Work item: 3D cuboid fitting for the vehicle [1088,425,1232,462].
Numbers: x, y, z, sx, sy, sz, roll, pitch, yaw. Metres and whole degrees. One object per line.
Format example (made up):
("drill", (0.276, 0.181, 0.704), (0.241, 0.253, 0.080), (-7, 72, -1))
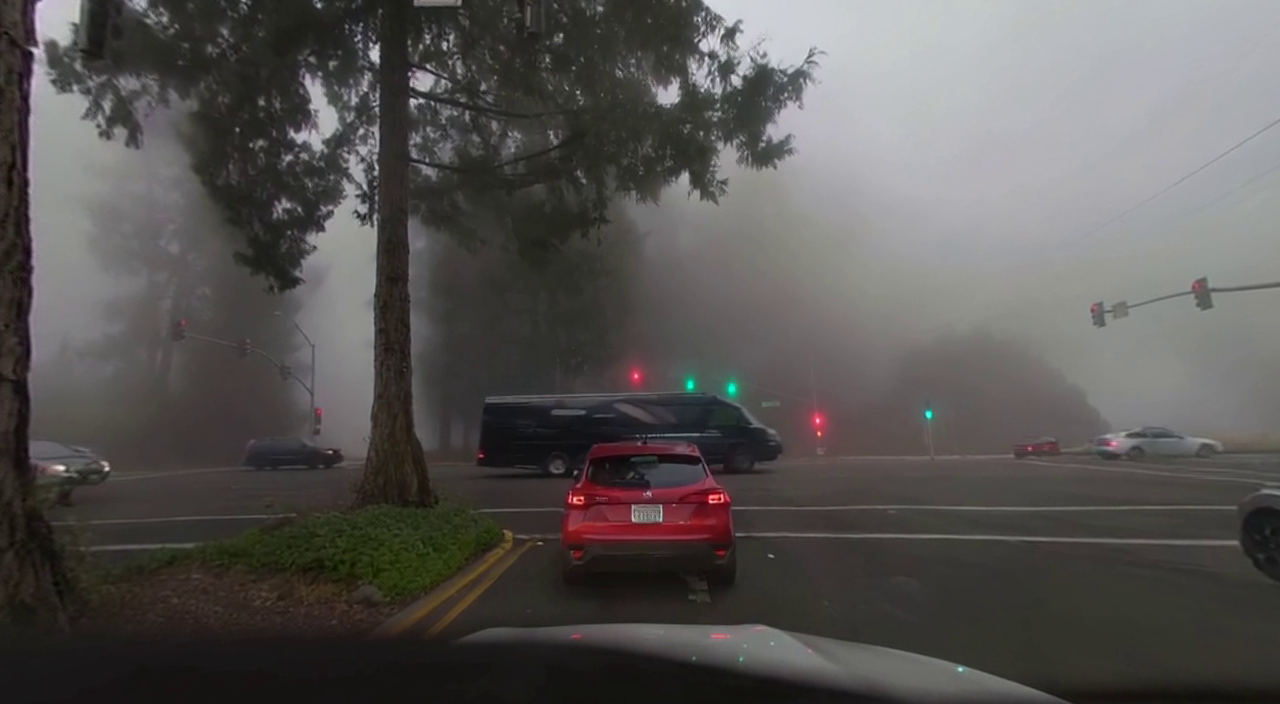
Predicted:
("vehicle", (21.536, 3.827, 26.255), (4.399, 1.445, 1.769), (0, -9, 0))

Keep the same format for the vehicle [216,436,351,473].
("vehicle", (-14.886, 4.282, 26.501), (4.517, 1.471, 1.854), (0, -8, 0))

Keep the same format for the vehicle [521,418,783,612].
("vehicle", (0.057, 1.553, 6.889), (2.041, 1.485, 3.813), (0, -8, -1))

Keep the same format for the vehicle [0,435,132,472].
("vehicle", (-27.250, 4.806, 29.968), (4.450, 1.684, 1.894), (0, -8, 0))

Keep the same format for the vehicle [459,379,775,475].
("vehicle", (-0.770, 2.729, 22.648), (10.544, 3.126, 2.909), (0, -8, 1))
